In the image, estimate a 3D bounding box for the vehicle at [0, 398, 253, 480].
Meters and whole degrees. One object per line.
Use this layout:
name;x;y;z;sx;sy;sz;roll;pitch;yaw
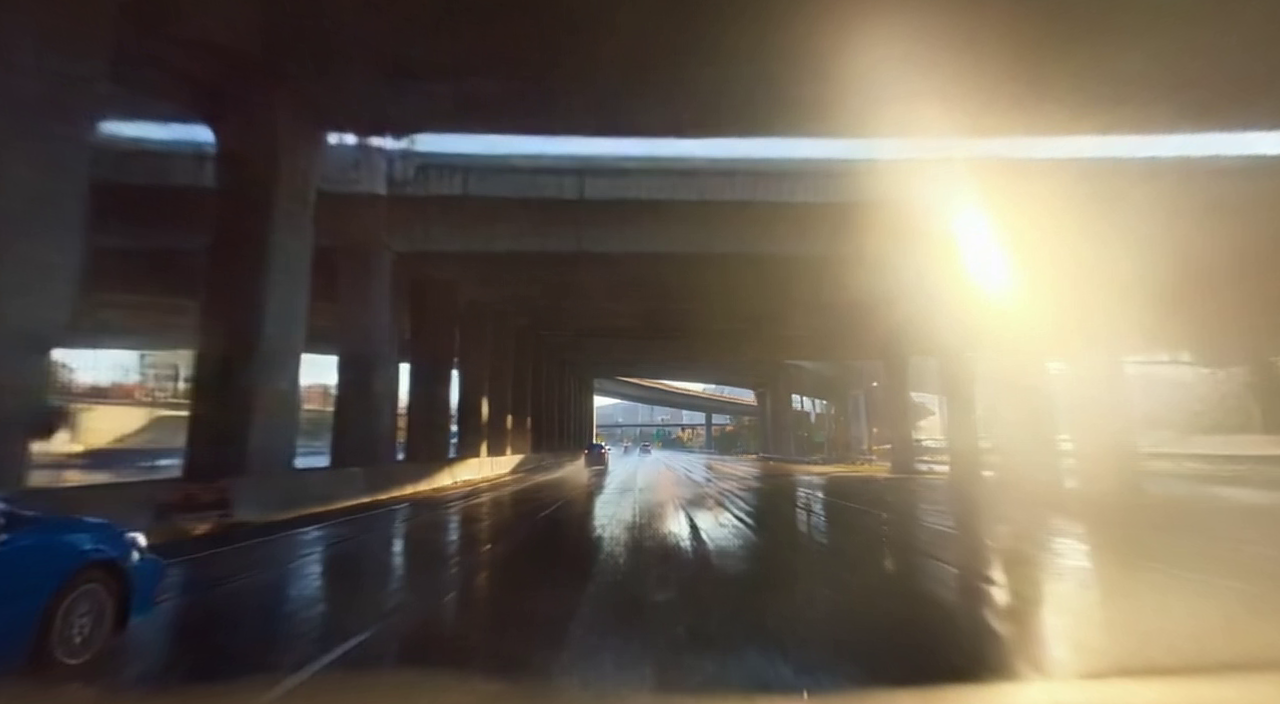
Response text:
vehicle;-29.592;5.346;37.995;3.042;3.944;14.722;0;-9;0

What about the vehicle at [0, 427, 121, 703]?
vehicle;-4.083;0.878;1.531;2.044;1.478;4.114;0;-9;1
